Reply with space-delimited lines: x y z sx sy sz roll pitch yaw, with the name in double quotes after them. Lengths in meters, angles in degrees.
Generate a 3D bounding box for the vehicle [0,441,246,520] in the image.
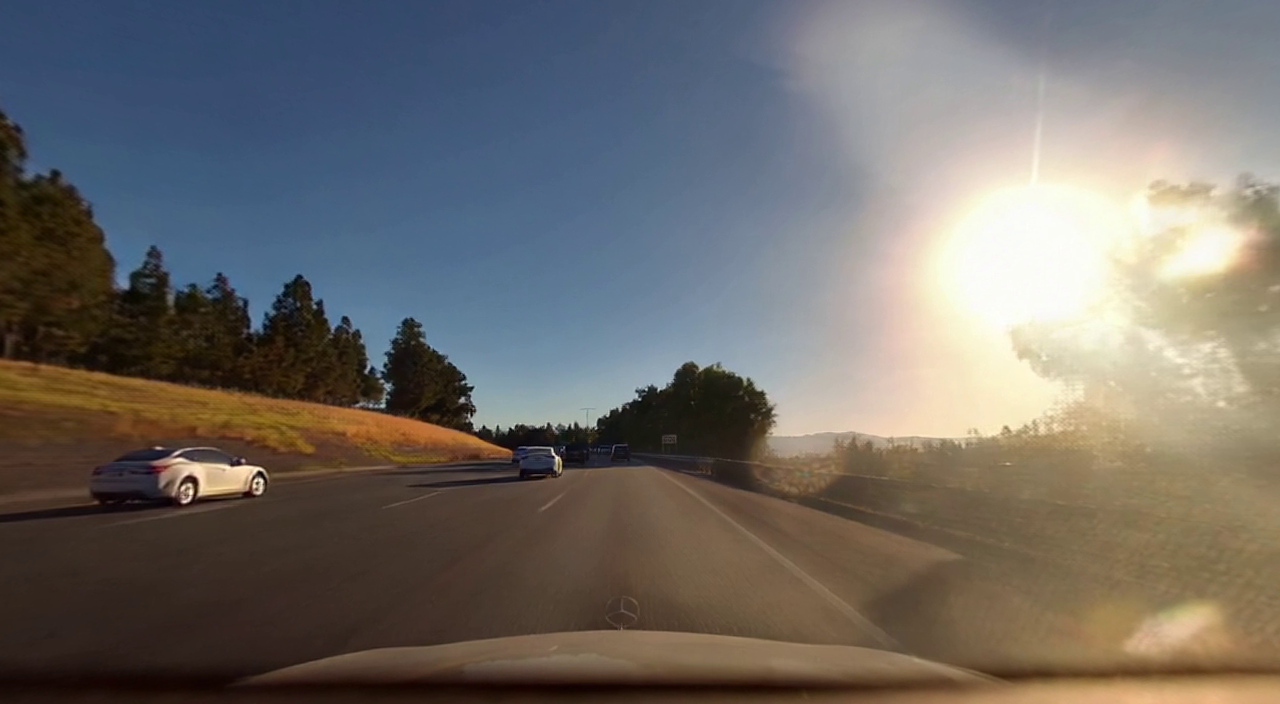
-11.448 2.807 14.372 1.960 1.487 4.593 0 -9 -1 "vehicle"

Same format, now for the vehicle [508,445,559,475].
-5.394 5.530 32.449 2.120 1.458 4.031 0 -9 -3 "vehicle"
